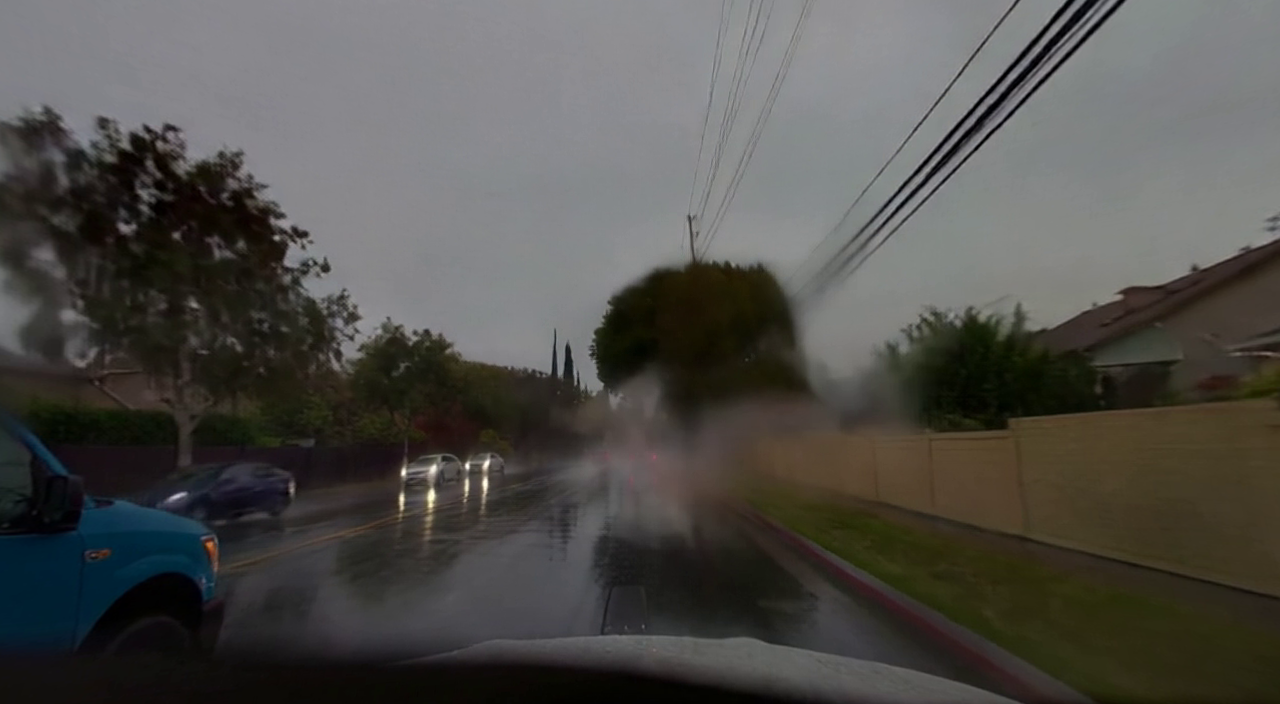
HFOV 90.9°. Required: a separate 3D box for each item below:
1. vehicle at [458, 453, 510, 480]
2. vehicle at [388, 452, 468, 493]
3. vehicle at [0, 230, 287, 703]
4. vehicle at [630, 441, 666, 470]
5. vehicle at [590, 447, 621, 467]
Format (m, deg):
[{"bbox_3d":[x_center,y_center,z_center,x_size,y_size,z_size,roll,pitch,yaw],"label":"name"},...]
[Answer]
[{"bbox_3d":[-9.623,7.080,39.189,2.005,1.471,4.330,0,-9,2],"label":"vehicle"},{"bbox_3d":[-9.608,5.468,28.942,2.068,1.480,4.641,-5,-9,0],"label":"vehicle"},{"bbox_3d":[-3.502,0.464,1.063,2.336,2.152,5.866,0,-9,1],"label":"vehicle"},{"bbox_3d":[0.505,6.417,39.268,2.120,1.718,3.909,0,-9,1],"label":"vehicle"},{"bbox_3d":[-2.565,8.034,48.397,1.968,1.472,4.489,0,-9,2],"label":"vehicle"}]
